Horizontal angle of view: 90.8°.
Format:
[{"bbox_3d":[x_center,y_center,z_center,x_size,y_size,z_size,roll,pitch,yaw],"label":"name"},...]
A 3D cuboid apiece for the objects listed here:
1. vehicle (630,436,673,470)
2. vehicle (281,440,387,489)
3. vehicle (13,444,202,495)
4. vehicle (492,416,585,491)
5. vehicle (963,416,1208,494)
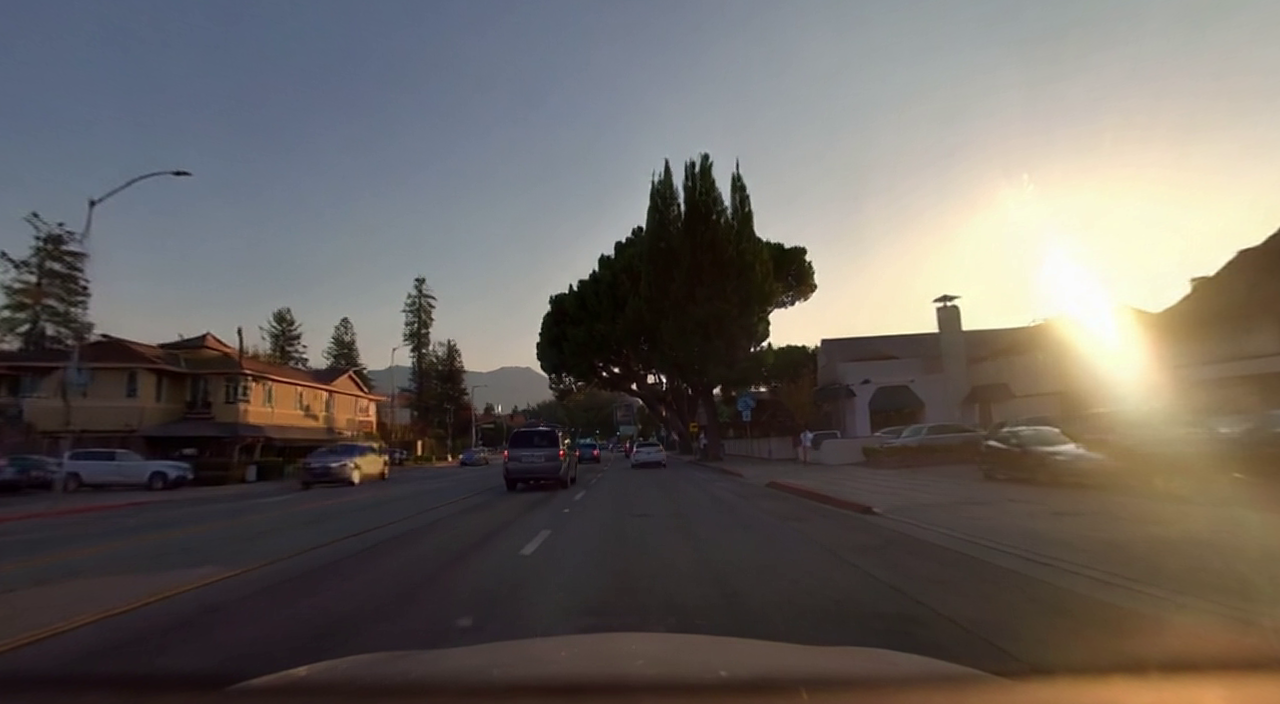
[{"bbox_3d":[0.537,5.308,33.258,2.126,1.657,4.132,0,-9,-1],"label":"vehicle"},{"bbox_3d":[-12.924,4.744,27.102,2.159,1.860,5.004,0,-9,-2],"label":"vehicle"},{"bbox_3d":[-24.005,5.291,28.739,6.055,2.148,2.690,0,-9,-1],"label":"vehicle"},{"bbox_3d":[-3.114,3.273,20.649,2.213,2.123,5.124,0,-9,0],"label":"vehicle"},{"bbox_3d":[10.030,2.380,14.873,2.194,1.521,4.686,0,-9,-3],"label":"vehicle"}]
